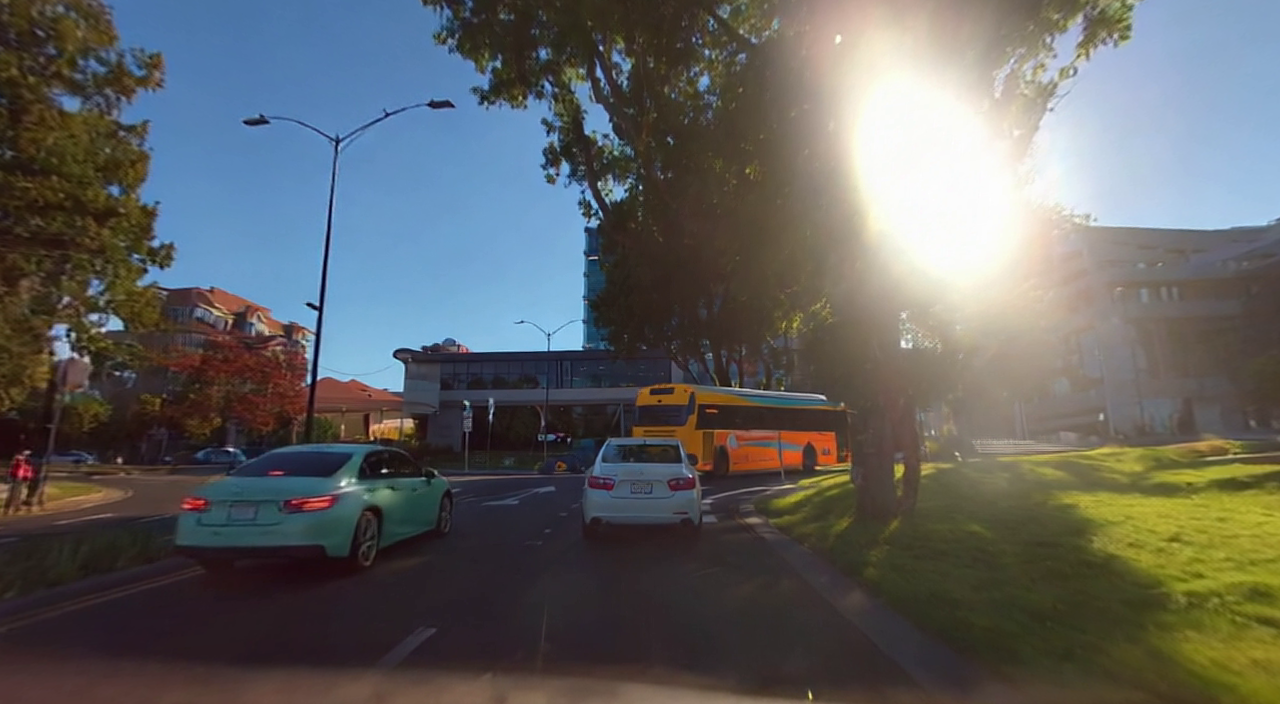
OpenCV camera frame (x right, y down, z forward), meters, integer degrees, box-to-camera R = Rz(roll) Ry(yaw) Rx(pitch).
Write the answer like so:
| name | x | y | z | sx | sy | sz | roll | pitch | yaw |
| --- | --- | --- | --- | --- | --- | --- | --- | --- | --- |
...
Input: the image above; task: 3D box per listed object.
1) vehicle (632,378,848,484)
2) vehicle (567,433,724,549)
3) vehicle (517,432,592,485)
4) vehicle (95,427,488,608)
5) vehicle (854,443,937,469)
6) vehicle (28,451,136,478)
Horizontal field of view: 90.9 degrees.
| name | x | y | z | sx | sy | sz | roll | pitch | yaw |
| --- | --- | --- | --- | --- | --- | --- | --- | --- | --- |
| vehicle | 4.265 | 3.156 | 24.383 | 2.948 | 3.303 | 9.977 | -8 | -12 | 44 |
| vehicle | 0.101 | 2.087 | 10.121 | 2.020 | 1.478 | 3.922 | 0 | -9 | 1 |
| vehicle | -3.055 | 3.915 | 23.495 | 2.017 | 1.761 | 4.572 | 0 | -9 | 2 |
| vehicle | -3.495 | 1.728 | 7.603 | 1.953 | 1.480 | 4.522 | -1 | -9 | 3 |
| vehicle | 15.656 | 6.386 | 38.623 | 4.422 | 1.457 | 1.882 | -6 | -10 | 29 |
| vehicle | -32.123 | 6.450 | 36.447 | 4.473 | 1.442 | 1.743 | 7 | -11 | -39 |
